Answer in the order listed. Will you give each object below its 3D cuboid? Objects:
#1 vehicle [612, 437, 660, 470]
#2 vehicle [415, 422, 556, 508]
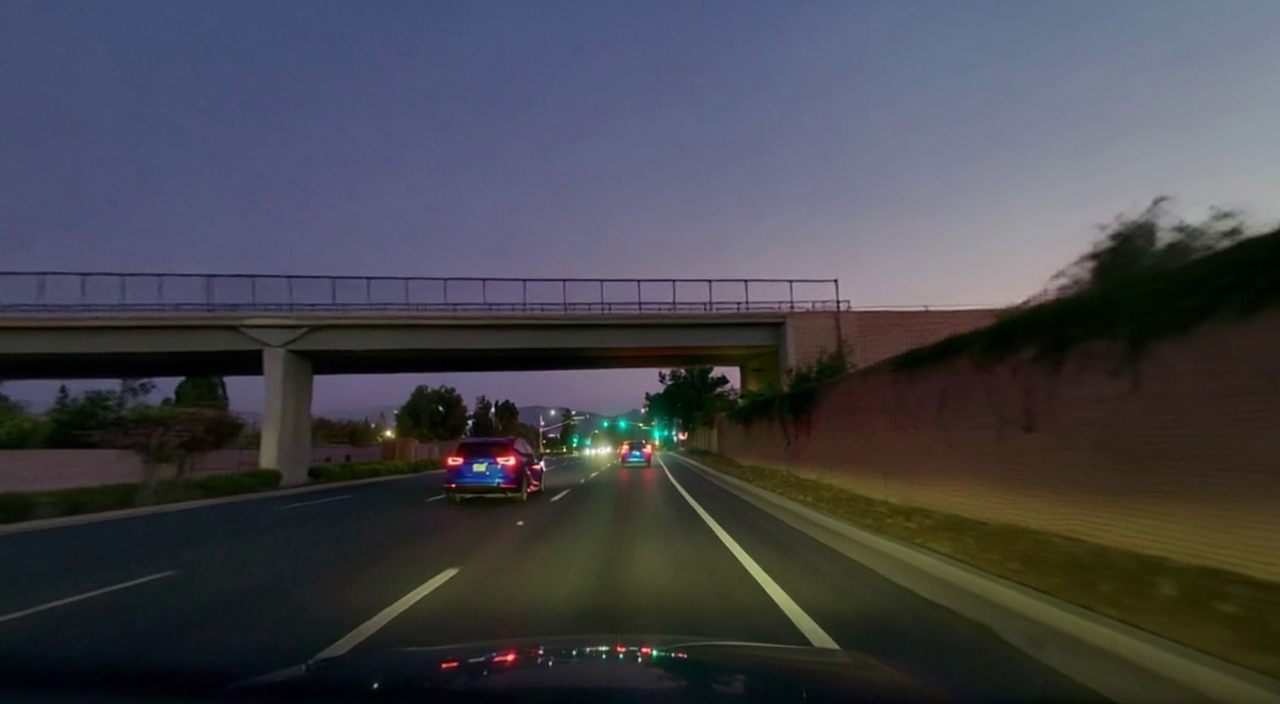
[{"bbox_3d":[-0.200,5.003,31.347,2.205,1.509,4.272,0,-8,-1],"label":"vehicle"},{"bbox_3d":[-3.550,2.723,15.615,2.223,1.771,4.581,-1,-8,1],"label":"vehicle"}]
